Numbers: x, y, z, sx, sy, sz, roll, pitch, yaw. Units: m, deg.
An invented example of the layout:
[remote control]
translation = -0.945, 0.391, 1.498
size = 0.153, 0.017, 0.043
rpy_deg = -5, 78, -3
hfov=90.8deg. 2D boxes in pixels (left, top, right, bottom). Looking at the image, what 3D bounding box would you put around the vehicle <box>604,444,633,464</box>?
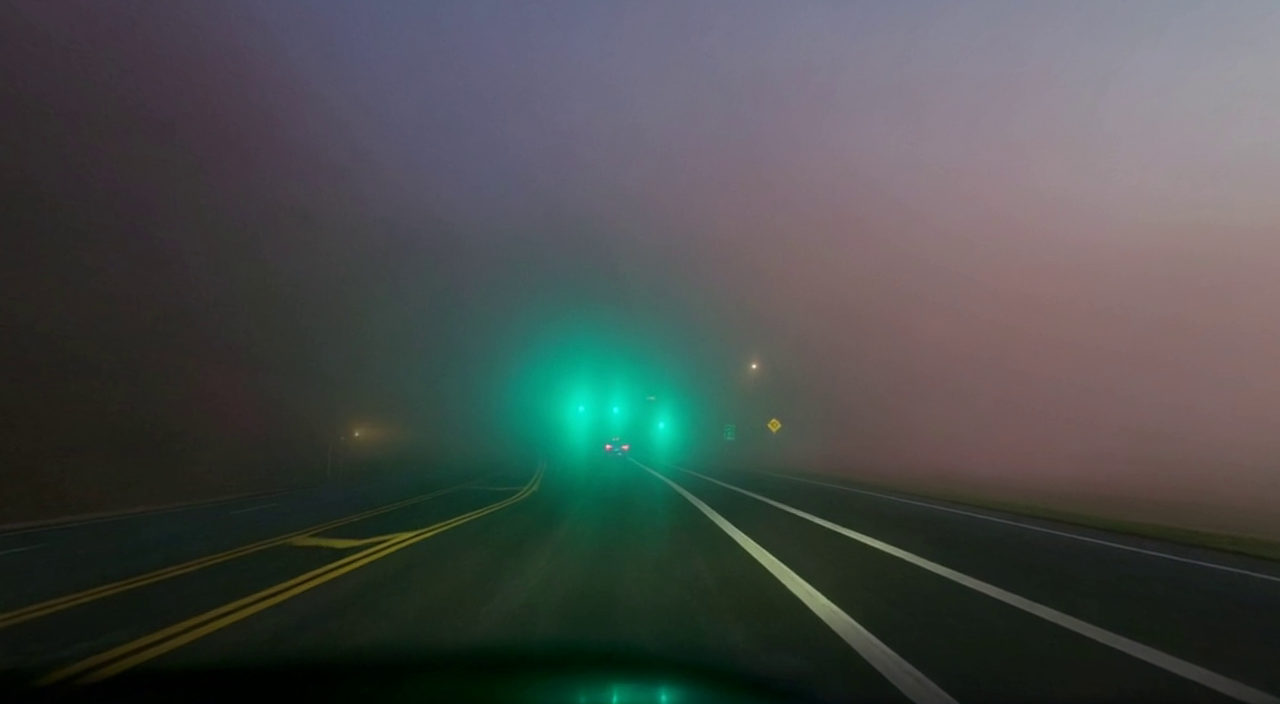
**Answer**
[vehicle]
translation = -1.657, 7.764, 48.222
size = 2.042, 1.489, 3.963
rpy_deg = 1, -9, -4
